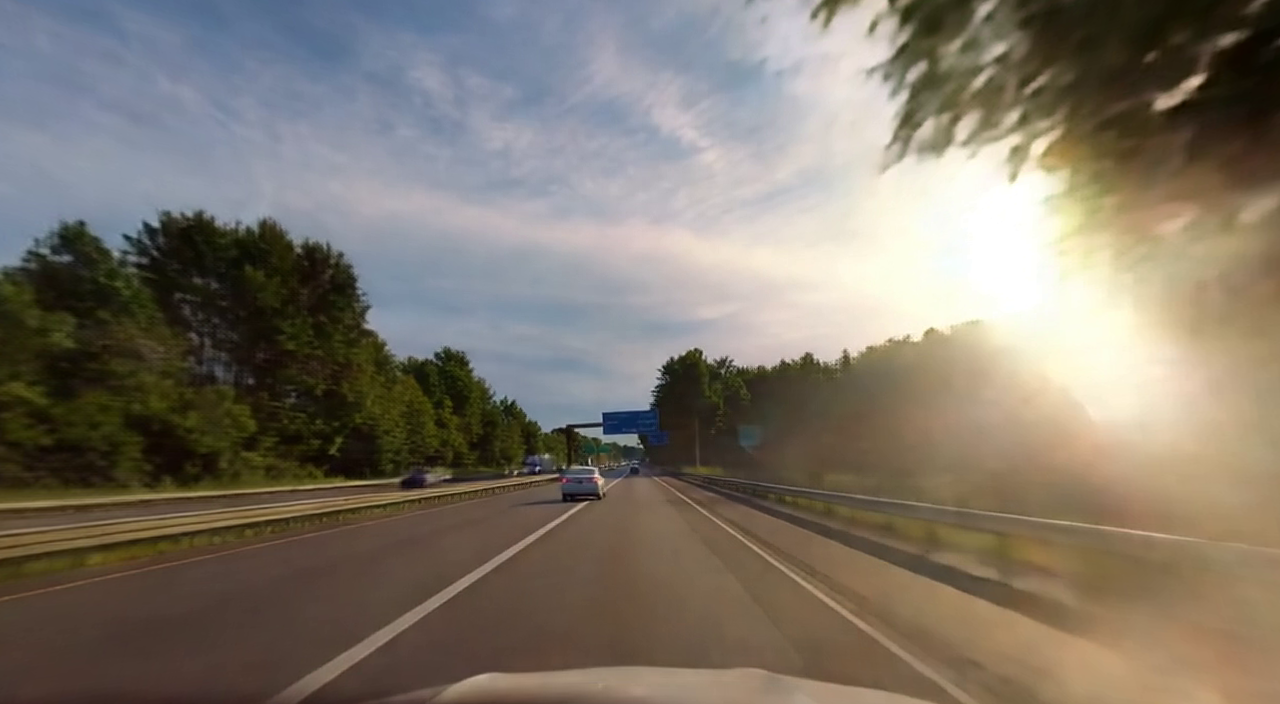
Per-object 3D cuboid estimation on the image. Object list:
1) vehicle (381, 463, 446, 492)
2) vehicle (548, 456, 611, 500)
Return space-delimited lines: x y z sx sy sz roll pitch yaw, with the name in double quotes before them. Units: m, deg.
"vehicle" -13.061 7.268 36.637 2.032 1.513 4.603 1 -10 0
"vehicle" -2.408 5.222 26.262 2.104 1.655 4.039 0 -10 1
